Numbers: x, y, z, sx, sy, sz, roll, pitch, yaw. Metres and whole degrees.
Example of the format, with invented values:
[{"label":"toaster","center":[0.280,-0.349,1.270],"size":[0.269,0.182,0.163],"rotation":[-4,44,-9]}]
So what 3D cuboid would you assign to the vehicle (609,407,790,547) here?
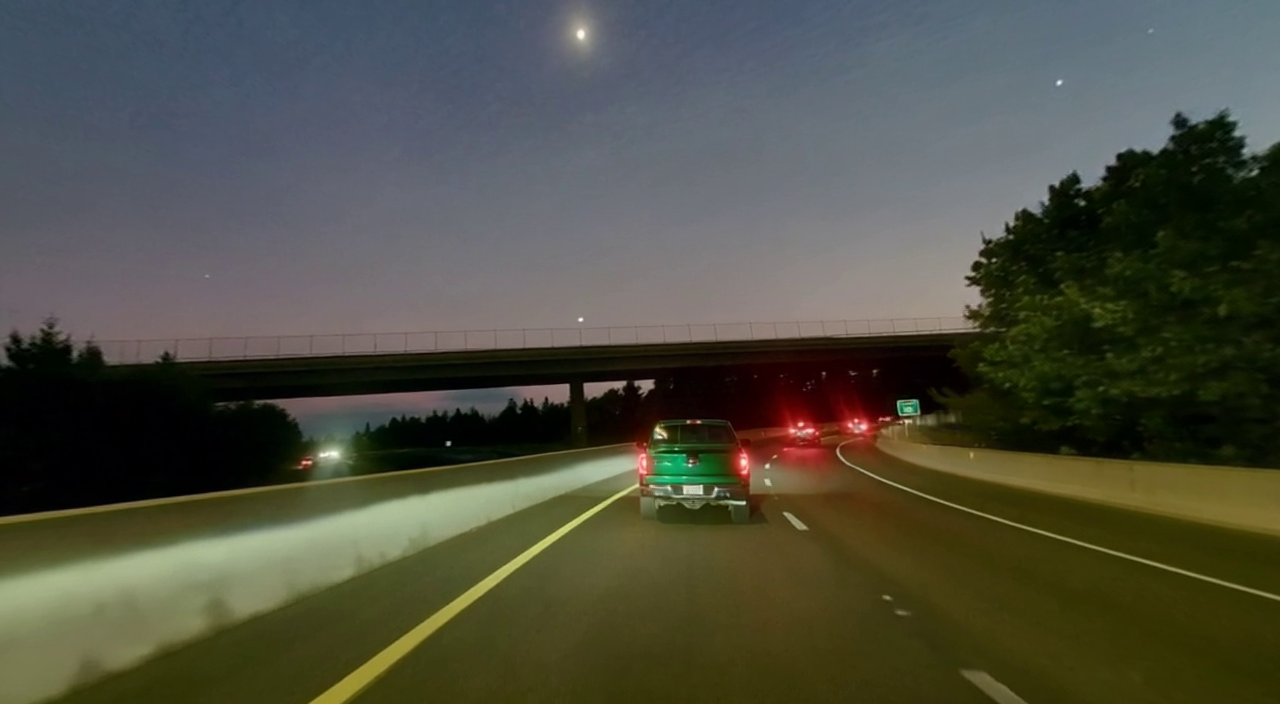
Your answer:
[{"label":"vehicle","center":[0.923,1.892,10.140],"size":[2.235,1.716,4.435],"rotation":[-1,-9,5]}]
